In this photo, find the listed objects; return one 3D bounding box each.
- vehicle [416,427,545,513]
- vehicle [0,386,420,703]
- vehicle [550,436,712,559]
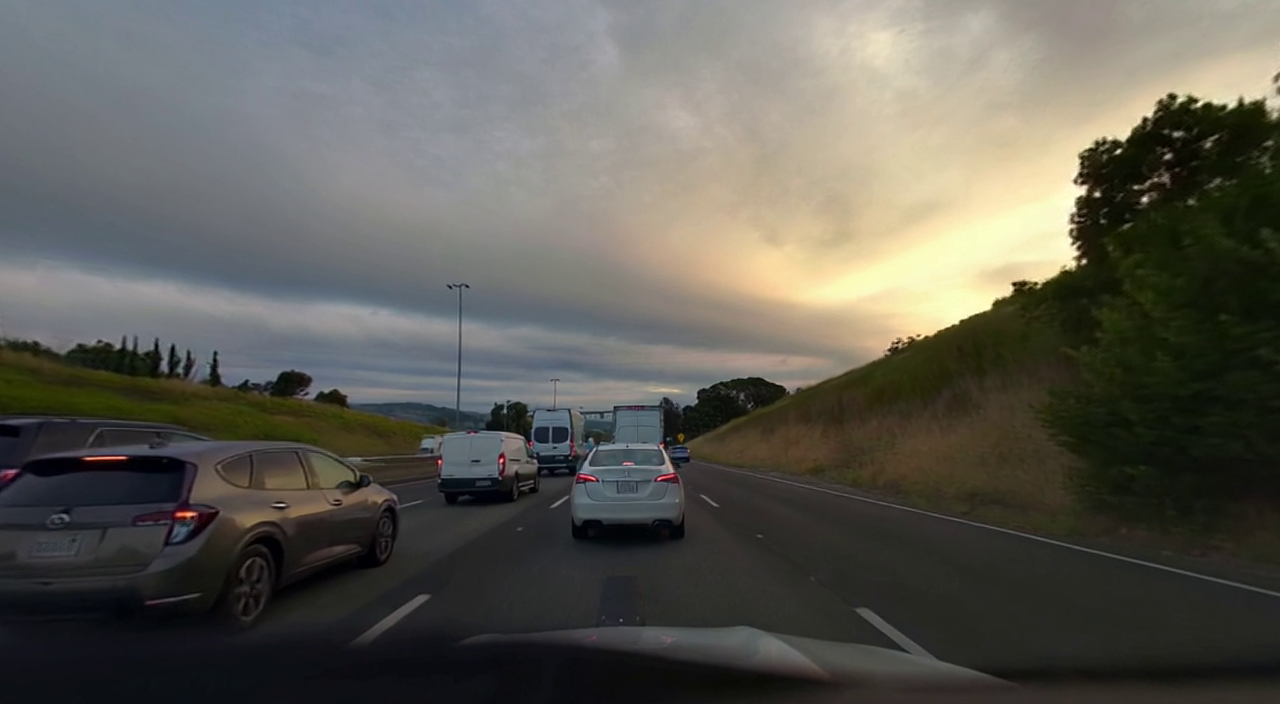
[{"bbox_3d":[-3.943,3.019,16.598,2.055,1.913,4.584,-1,-9,2],"label":"vehicle"},{"bbox_3d":[-3.677,1.342,5.329,2.029,1.656,4.437,-1,-9,0],"label":"vehicle"},{"bbox_3d":[-0.119,2.070,9.570,1.995,1.495,3.380,0,-9,0],"label":"vehicle"}]
